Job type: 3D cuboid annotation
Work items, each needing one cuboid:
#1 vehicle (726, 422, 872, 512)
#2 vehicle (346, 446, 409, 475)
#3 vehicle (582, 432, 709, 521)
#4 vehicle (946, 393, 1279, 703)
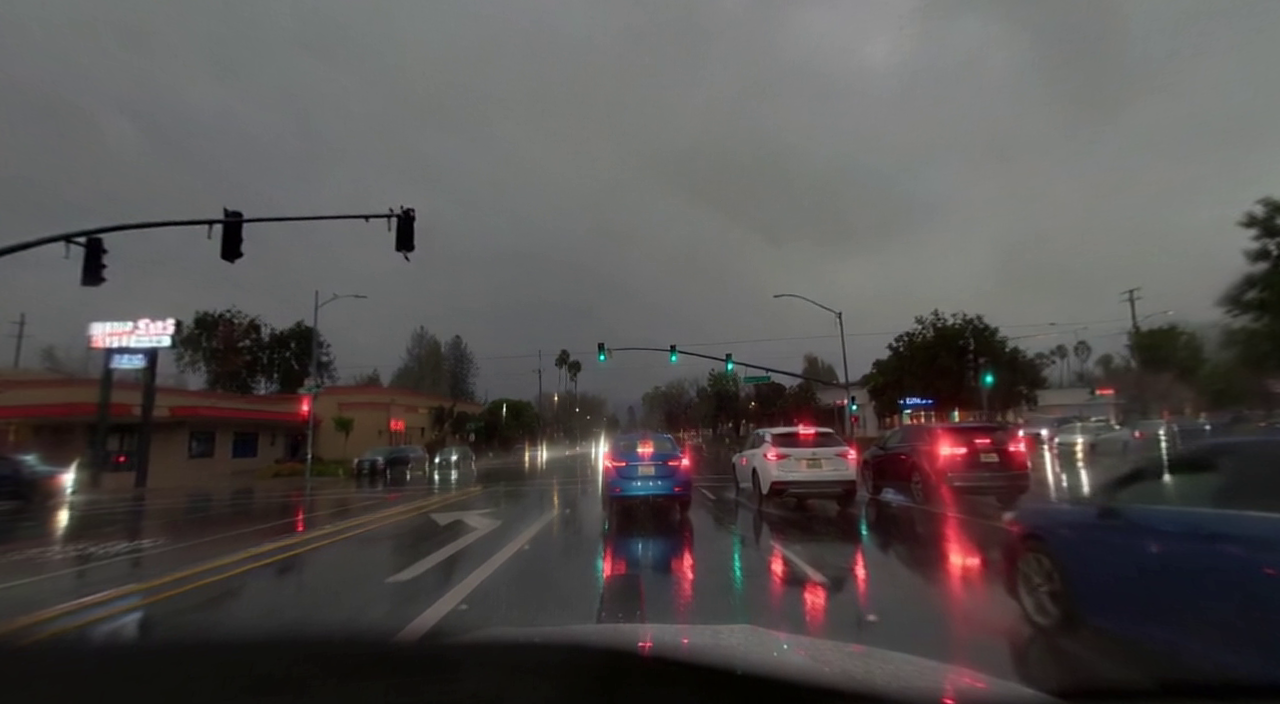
[{"bbox_3d":[3.251,2.470,14.018,1.973,1.633,4.717,0,-8,-1],"label":"vehicle"},{"bbox_3d":[-18.683,7.677,45.230,2.324,1.911,5.610,0,-8,-3],"label":"vehicle"},{"bbox_3d":[0.056,2.402,12.731,2.135,1.468,4.076,0,-8,-1],"label":"vehicle"},{"bbox_3d":[3.534,0.963,2.926,1.889,1.473,4.643,0,-8,0],"label":"vehicle"}]
